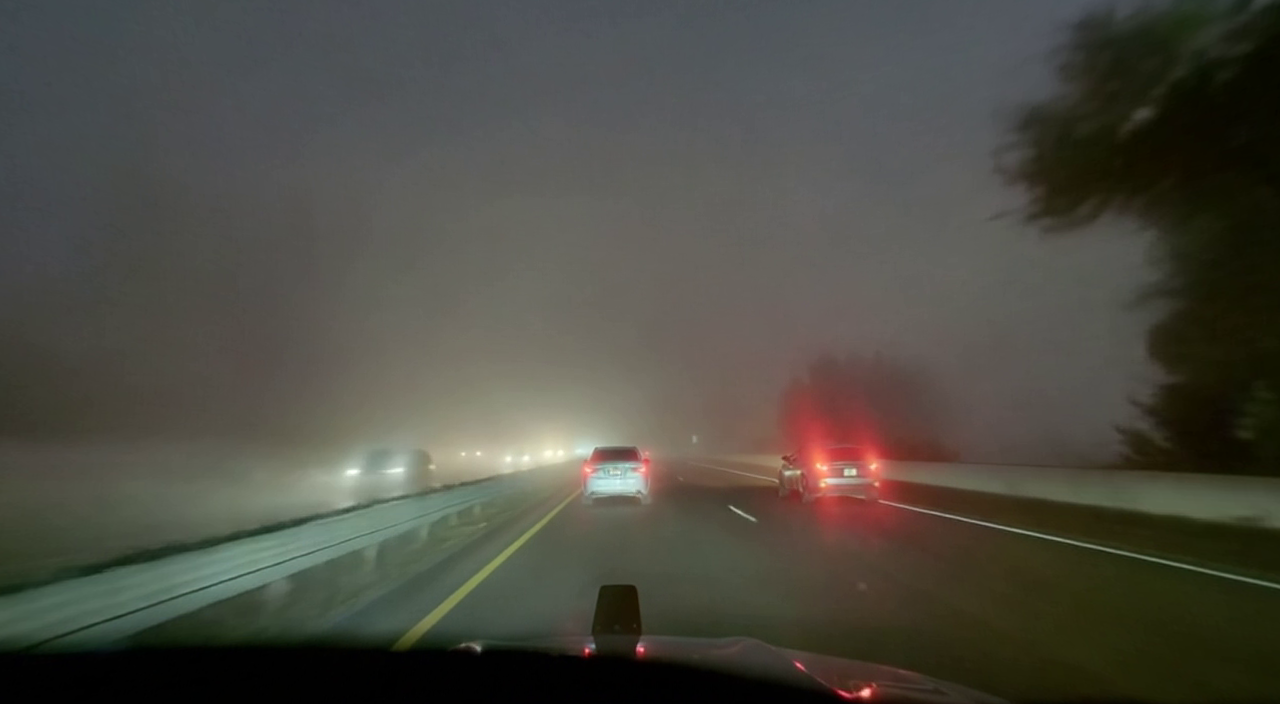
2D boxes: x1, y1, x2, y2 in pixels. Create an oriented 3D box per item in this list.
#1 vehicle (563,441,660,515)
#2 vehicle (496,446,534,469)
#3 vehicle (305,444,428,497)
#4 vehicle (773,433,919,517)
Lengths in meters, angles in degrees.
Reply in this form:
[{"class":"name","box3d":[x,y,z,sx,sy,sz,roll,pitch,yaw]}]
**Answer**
[{"class":"vehicle","box3d":[-0.600,2.941,15.123,2.013,1.479,4.169,0,-9,0]},{"class":"vehicle","box3d":[-9.008,7.621,45.542,1.883,1.531,4.526,0,-9,-1]},{"class":"vehicle","box3d":[-8.630,3.753,20.285,1.927,1.496,4.600,0,-9,0]},{"class":"vehicle","box3d":[4.328,2.633,13.859,1.910,1.554,3.718,0,-9,-1]}]
